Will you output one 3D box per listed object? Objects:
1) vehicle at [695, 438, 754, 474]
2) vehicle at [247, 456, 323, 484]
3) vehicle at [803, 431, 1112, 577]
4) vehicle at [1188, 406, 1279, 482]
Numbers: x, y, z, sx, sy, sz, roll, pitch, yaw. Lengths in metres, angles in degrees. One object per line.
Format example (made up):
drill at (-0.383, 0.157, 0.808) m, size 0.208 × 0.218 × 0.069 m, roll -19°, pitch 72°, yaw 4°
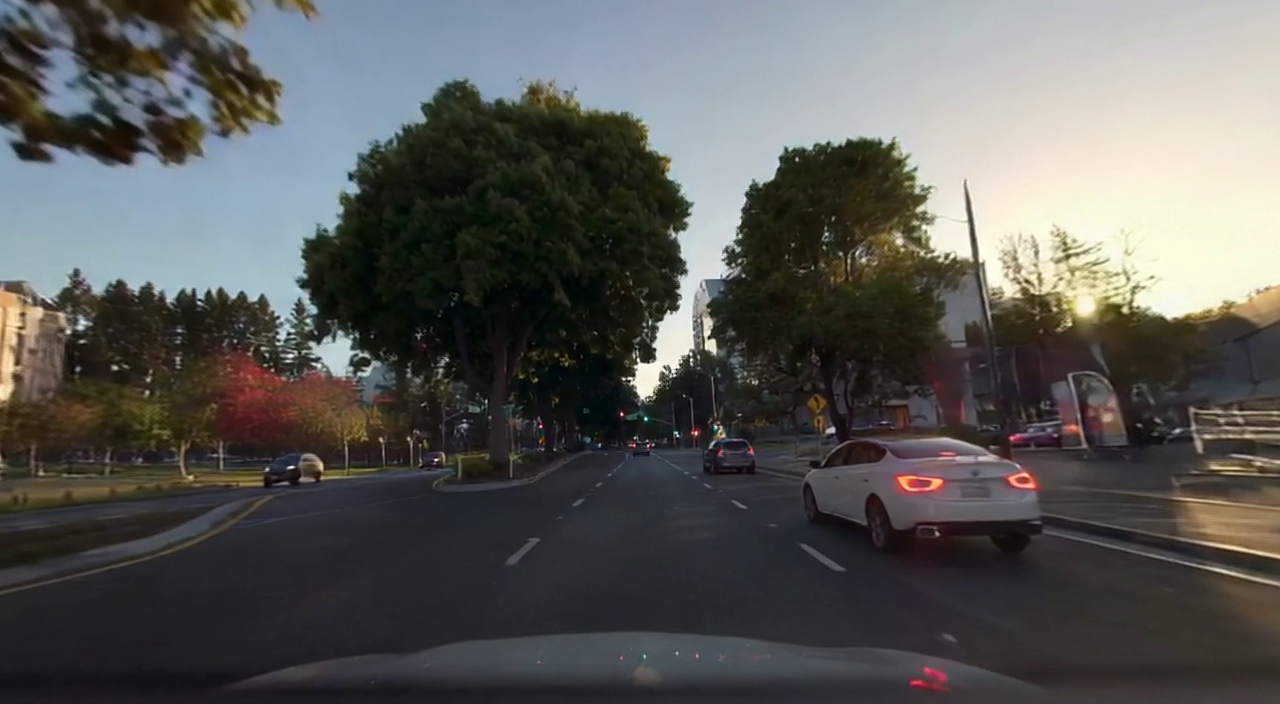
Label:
vehicle at (3.769, 4.724, 28.952) m, size 1.939 × 1.474 × 4.716 m, roll 0°, pitch -8°, yaw -1°
vehicle at (-22.024, 7.313, 39.346) m, size 1.906 × 1.547 × 4.956 m, roll 0°, pitch -8°, yaw -1°
vehicle at (3.743, 1.836, 8.488) m, size 1.872 × 1.431 × 4.270 m, roll 0°, pitch -8°, yaw -1°
vehicle at (14.891, 2.215, 15.185) m, size 2.165 × 1.591 × 4.471 m, roll -8°, pitch -12°, yaw 43°
